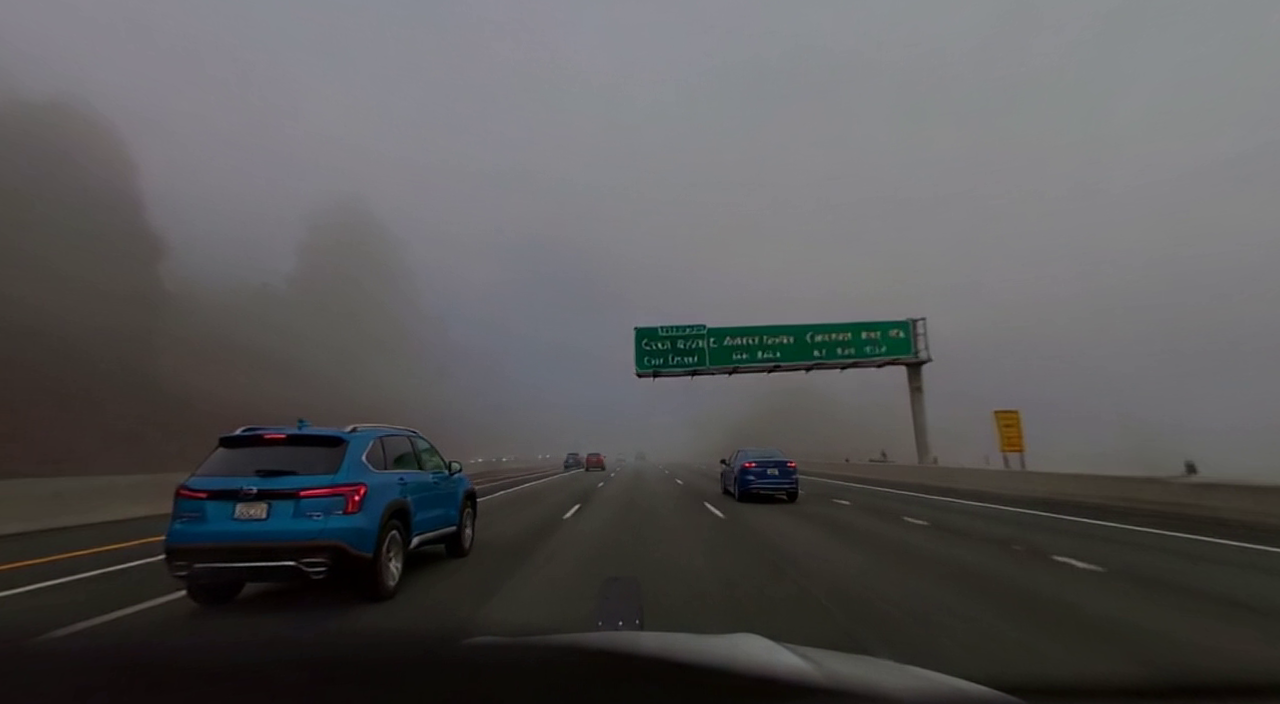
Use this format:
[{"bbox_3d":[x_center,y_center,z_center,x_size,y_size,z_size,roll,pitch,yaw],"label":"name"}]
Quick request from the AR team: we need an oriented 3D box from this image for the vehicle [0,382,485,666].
[{"bbox_3d":[-3.178,1.398,6.217,2.137,1.756,4.453,0,-9,0],"label":"vehicle"}]

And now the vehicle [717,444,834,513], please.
[{"bbox_3d":[3.228,3.087,15.918,1.979,1.486,4.125,0,-9,-1],"label":"vehicle"}]
